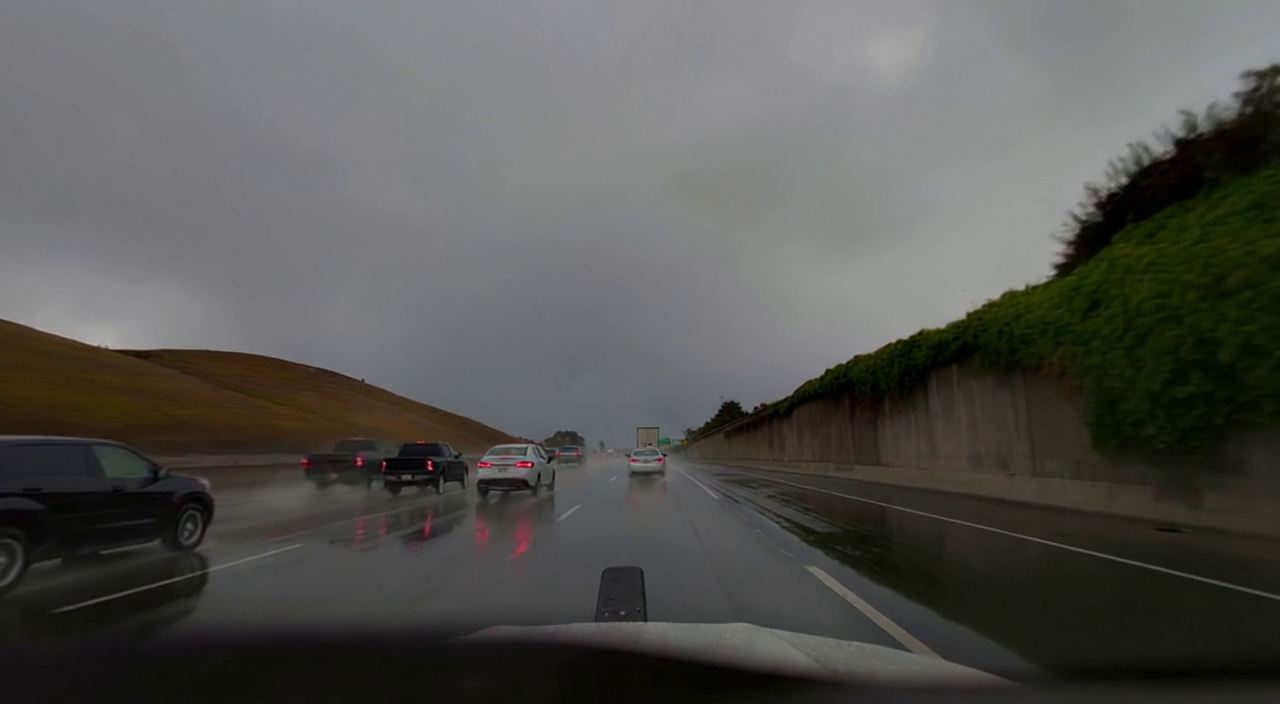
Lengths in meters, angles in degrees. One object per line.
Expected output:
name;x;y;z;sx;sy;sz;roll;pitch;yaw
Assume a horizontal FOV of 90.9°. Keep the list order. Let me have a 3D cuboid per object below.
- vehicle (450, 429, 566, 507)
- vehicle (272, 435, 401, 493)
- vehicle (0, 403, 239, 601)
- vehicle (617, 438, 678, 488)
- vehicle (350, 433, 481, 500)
vehicle;-3.422;3.117;17.352;2.093;1.820;4.506;0;-9;1
vehicle;-11.209;4.169;23.865;2.013;1.908;5.617;0;-9;1
vehicle;-6.997;1.530;6.772;2.215;1.797;4.666;0;-9;1
vehicle;0.261;4.362;25.111;2.233;1.804;4.273;0;-9;0
vehicle;-6.916;3.582;20.224;2.108;1.856;5.214;0;-9;2
